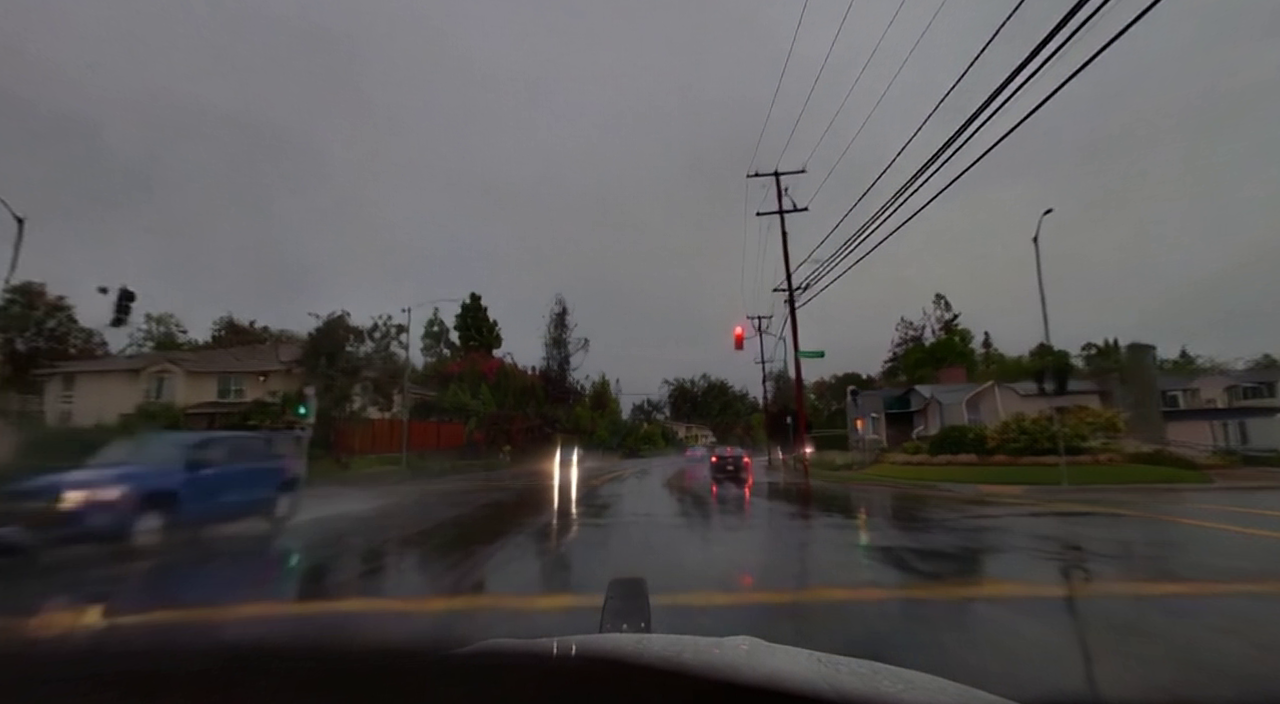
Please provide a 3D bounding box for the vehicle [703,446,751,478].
[{"bbox_3d":[4.382,5.588,32.272,1.951,1.479,4.487,0,-8,2],"label":"vehicle"}]

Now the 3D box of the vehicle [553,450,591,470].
[{"bbox_3d":[-5.176,8.242,48.315,1.985,1.463,4.294,-1,-8,7],"label":"vehicle"}]

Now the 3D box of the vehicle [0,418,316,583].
[{"bbox_3d":[-6.823,1.910,8.987,1.959,1.741,4.393,0,-8,1],"label":"vehicle"}]
